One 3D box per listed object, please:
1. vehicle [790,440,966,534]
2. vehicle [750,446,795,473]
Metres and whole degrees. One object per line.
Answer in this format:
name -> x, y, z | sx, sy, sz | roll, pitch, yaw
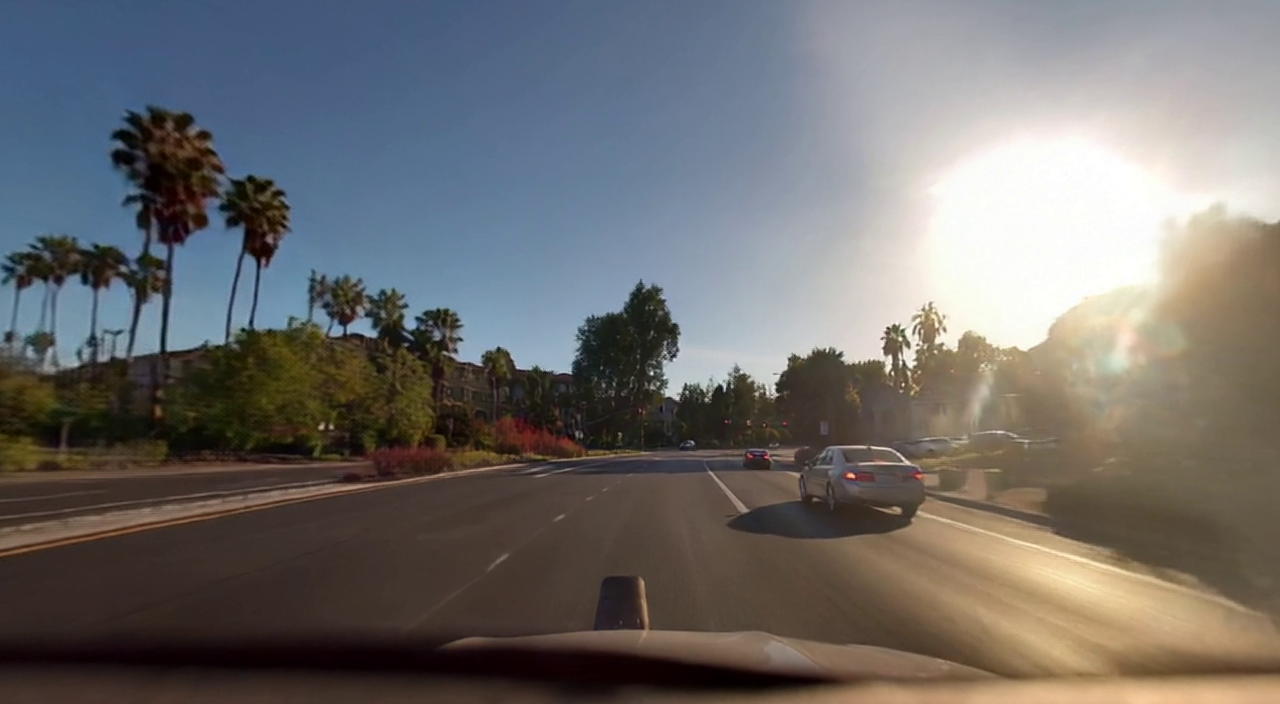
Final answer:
vehicle -> 4.246, 2.436, 12.017 | 1.993, 1.483, 3.821 | -1, -8, 3
vehicle -> 7.751, 6.281, 37.327 | 2.144, 1.473, 4.638 | -1, -9, 6
